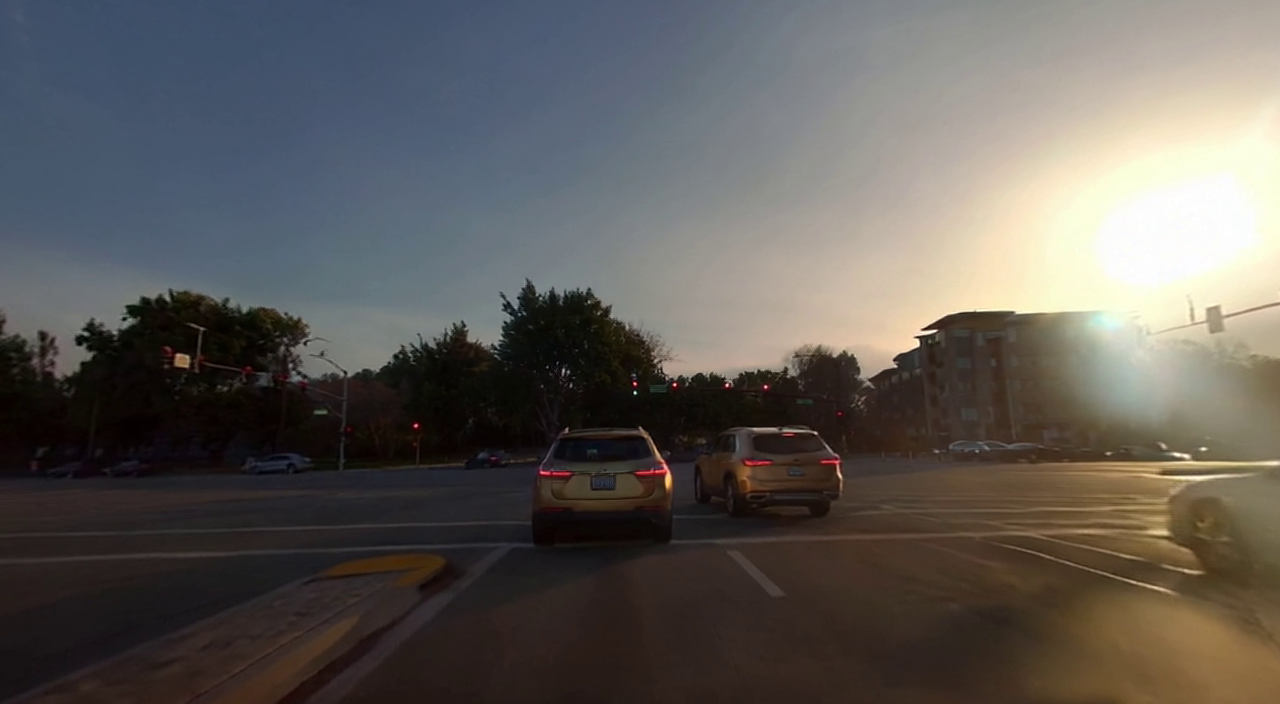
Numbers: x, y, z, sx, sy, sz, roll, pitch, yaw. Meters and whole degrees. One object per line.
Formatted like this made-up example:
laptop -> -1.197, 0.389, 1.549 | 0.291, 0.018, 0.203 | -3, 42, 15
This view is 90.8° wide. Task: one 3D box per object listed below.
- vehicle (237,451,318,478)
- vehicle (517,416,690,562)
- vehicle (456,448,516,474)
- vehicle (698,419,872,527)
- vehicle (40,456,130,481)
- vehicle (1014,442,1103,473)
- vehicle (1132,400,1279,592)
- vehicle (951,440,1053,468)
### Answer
vehicle -> -24.057, 7.446, 41.955 | 4.318, 1.712, 2.188 | -3, -9, 19
vehicle -> -0.541, 1.932, 9.622 | 2.039, 1.698, 4.144 | 0, -9, -3
vehicle -> -10.191, 7.178, 41.838 | 3.771, 1.593, 1.789 | -6, -11, 36
vehicle -> 2.660, 2.366, 12.885 | 2.228, 1.798, 4.370 | 1, -9, -4
vehicle -> -37.479, 7.834, 42.712 | 4.253, 1.610, 1.800 | 0, -9, -1
vehicle -> 27.253, 6.883, 41.249 | 4.322, 1.595, 1.752 | -6, -10, 2
vehicle -> 6.059, 1.062, 4.410 | 1.690, 1.538, 4.313 | 0, -9, -1
vehicle -> 25.860, 7.328, 45.292 | 5.895, 1.921, 2.150 | 0, -9, 1
